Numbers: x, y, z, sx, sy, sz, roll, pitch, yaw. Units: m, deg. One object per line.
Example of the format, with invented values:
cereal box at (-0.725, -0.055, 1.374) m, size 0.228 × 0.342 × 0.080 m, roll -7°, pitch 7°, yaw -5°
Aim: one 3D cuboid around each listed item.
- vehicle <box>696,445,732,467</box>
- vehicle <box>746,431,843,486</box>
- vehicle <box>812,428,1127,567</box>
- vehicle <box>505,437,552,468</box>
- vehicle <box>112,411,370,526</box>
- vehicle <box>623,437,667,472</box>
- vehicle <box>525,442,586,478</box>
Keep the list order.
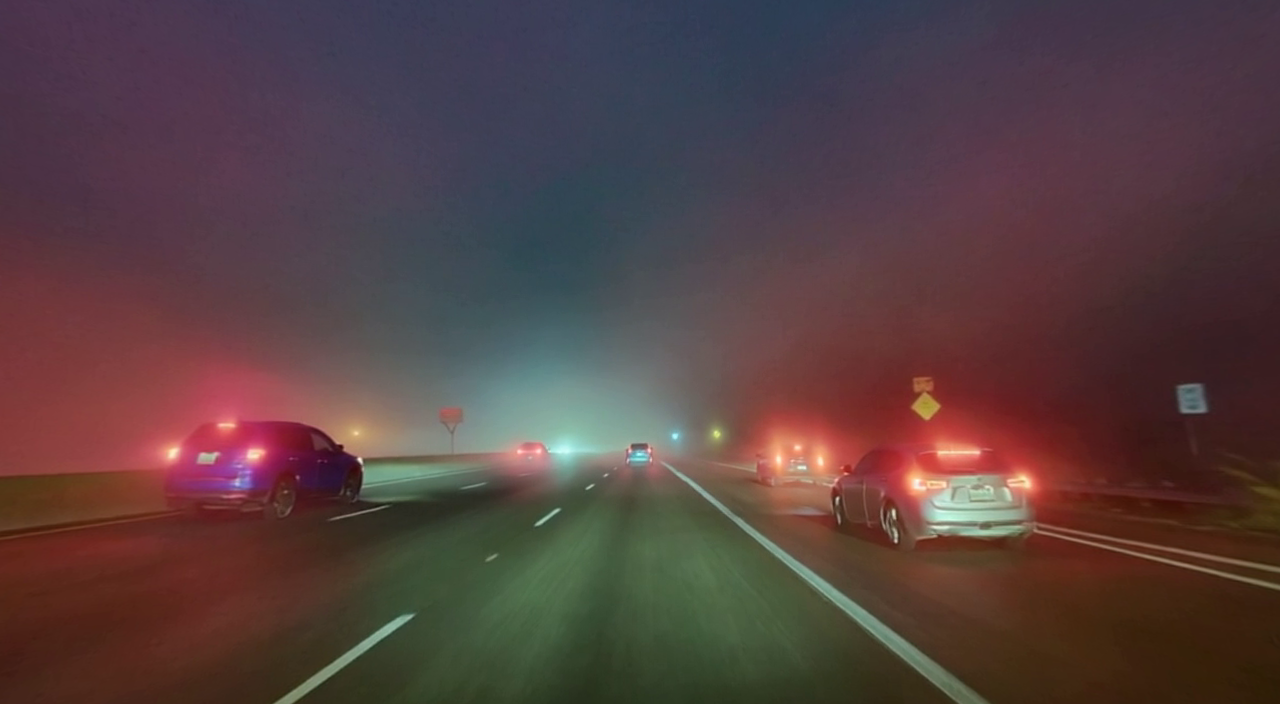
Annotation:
vehicle at (5.193, 7.307, 44.514) m, size 1.944 × 1.465 × 4.245 m, roll 0°, pitch -9°, yaw -1°
vehicle at (5.331, 3.757, 22.416) m, size 2.335 × 1.759 × 4.297 m, roll 0°, pitch -9°, yaw -1°
vehicle at (4.228, 1.941, 9.196) m, size 2.141 × 1.507 × 4.510 m, roll 0°, pitch -9°, yaw 0°
vehicle at (-6.955, 6.344, 39.709) m, size 2.111 × 1.811 × 4.391 m, roll 0°, pitch -9°, yaw 0°
vehicle at (-7.498, 2.252, 12.608) m, size 2.142 × 1.849 × 4.566 m, roll 0°, pitch -9°, yaw 0°
vehicle at (0.250, 5.468, 33.663) m, size 2.158 × 1.706 × 4.219 m, roll 0°, pitch -9°, yaw 0°
vehicle at (-3.698, 4.806, 28.204) m, size 2.071 × 1.478 × 4.130 m, roll 0°, pitch -9°, yaw 1°
